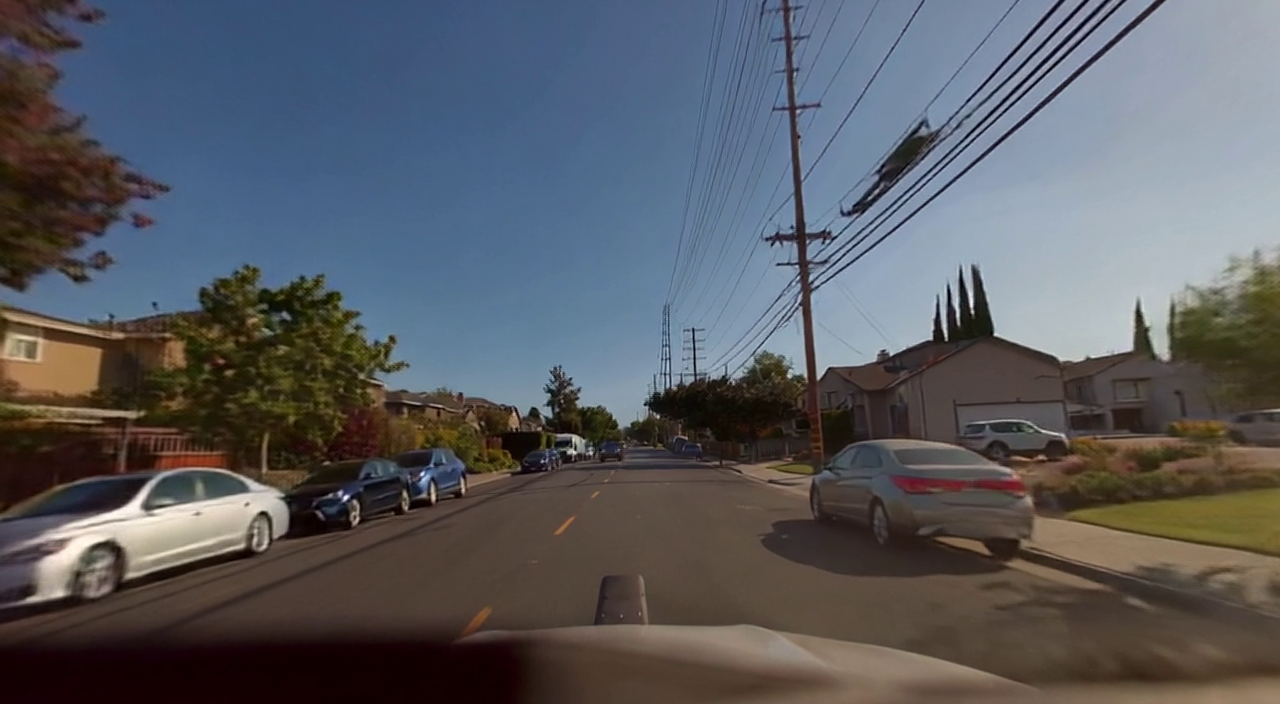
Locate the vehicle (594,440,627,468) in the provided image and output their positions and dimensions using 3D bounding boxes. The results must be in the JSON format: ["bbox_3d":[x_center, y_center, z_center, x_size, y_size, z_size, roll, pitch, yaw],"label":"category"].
[{"bbox_3d":[-2.257,8.009,49.709,2.154,2.051,4.571,-2,-9,3],"label":"vehicle"}]

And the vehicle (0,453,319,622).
[{"bbox_3d":[-6.111,2.137,8.191,1.813,1.447,4.437,-4,-8,-3],"label":"vehicle"}]

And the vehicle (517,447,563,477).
[{"bbox_3d":[-6.152,6.787,39.339,2.055,1.666,4.168,-2,-9,1],"label":"vehicle"}]

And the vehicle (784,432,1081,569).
[{"bbox_3d":[3.778,2.004,9.436,2.108,1.493,4.878,0,-9,0],"label":"vehicle"}]

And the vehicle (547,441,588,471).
[{"bbox_3d":[-5.669,8.197,49.936,2.200,2.052,5.675,-4,-9,2],"label":"vehicle"}]
